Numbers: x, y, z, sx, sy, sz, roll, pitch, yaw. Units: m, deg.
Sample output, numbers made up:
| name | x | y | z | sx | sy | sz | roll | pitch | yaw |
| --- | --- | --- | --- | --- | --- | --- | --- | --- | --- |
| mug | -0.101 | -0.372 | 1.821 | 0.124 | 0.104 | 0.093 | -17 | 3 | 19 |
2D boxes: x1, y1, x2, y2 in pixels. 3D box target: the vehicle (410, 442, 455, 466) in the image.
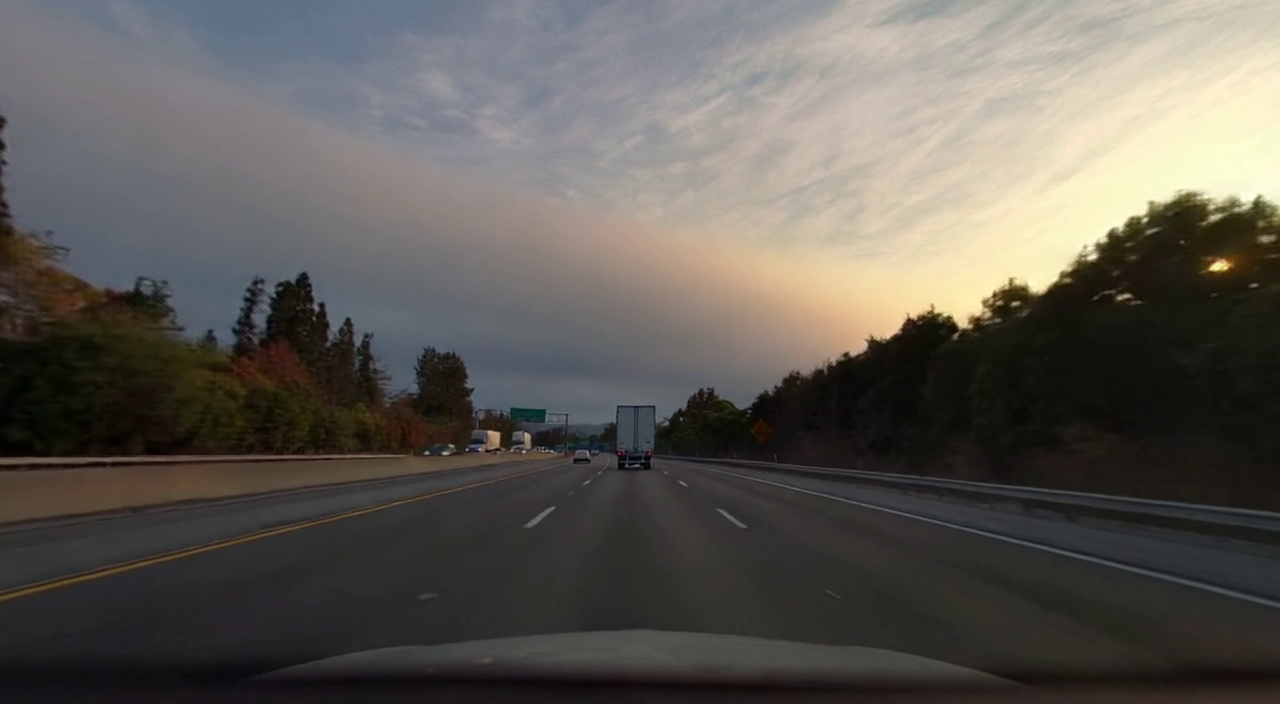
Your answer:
| name | x | y | z | sx | sy | sz | roll | pitch | yaw |
| --- | --- | --- | --- | --- | --- | --- | --- | --- | --- |
| vehicle | -13.773 | 6.808 | 42.009 | 1.770 | 1.469 | 3.967 | 0 | -9 | -2 |

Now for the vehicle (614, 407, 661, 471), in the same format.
| name | x | y | z | sx | sy | sz | roll | pitch | yaw |
| --- | --- | --- | --- | --- | --- | --- | --- | --- | --- |
| vehicle | -0.304 | 6.308 | 44.994 | 2.962 | 3.953 | 10.696 | 0 | -9 | -1 |
